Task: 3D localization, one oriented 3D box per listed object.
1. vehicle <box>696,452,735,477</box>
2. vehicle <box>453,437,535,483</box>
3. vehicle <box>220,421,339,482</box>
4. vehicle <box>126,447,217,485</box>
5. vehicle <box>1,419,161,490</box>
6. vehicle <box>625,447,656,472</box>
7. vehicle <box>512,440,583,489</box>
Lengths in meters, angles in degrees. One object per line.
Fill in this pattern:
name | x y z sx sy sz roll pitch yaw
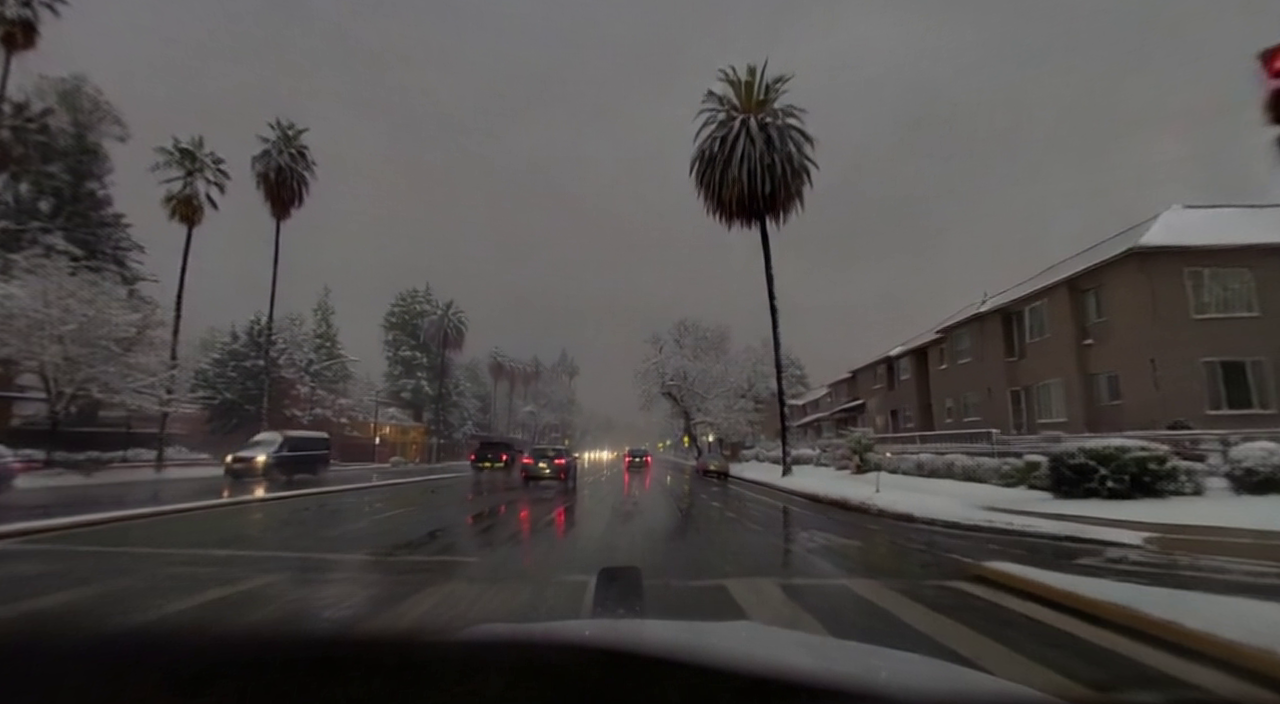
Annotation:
vehicle | 4.997 7.514 42.198 1.994 1.507 4.173 1 -9 -2
vehicle | -7.055 5.307 31.381 2.457 2.010 6.330 0 -9 1
vehicle | -17.712 4.937 31.415 2.331 2.714 5.872 0 -9 1
vehicle | -25.461 6.177 34.393 2.096 1.778 3.972 -3 -8 -3
vehicle | -25.810 4.747 29.440 2.512 2.978 5.172 0 -9 1
vehicle | 0.010 8.178 48.028 2.280 1.803 4.240 0 -9 0
vehicle | -3.707 4.593 25.999 2.116 1.806 4.516 0 -9 2
